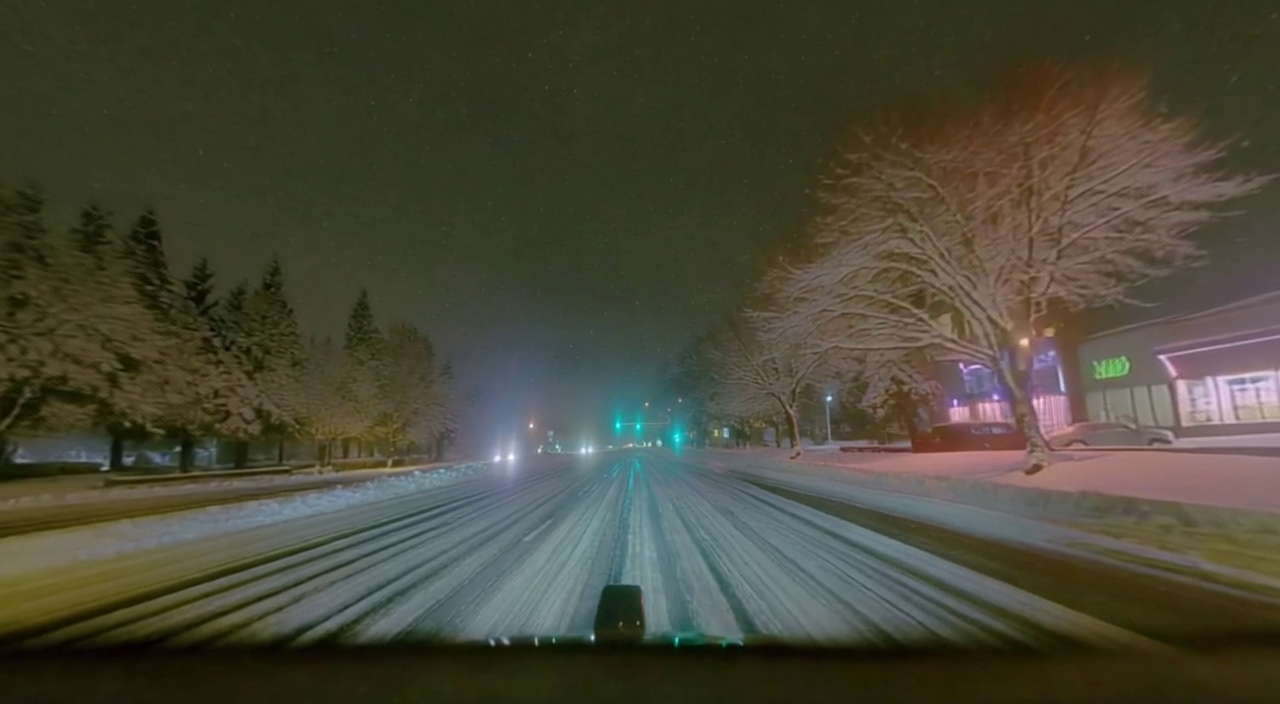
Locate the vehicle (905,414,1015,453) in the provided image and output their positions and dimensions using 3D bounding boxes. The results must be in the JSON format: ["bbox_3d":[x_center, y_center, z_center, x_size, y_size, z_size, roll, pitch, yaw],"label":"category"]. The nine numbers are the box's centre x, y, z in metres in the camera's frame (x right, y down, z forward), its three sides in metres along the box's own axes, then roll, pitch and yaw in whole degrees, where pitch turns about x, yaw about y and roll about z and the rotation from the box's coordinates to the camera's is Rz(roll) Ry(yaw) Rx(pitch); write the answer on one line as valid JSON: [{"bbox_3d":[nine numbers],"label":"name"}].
[{"bbox_3d":[22.594,5.820,44.901,6.347,2.674,2.521,0,-8,1],"label":"vehicle"}]

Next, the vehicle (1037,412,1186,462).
[{"bbox_3d":[23.325,4.233,31.465,5.460,1.980,2.188,-5,-8,2],"label":"vehicle"}]
